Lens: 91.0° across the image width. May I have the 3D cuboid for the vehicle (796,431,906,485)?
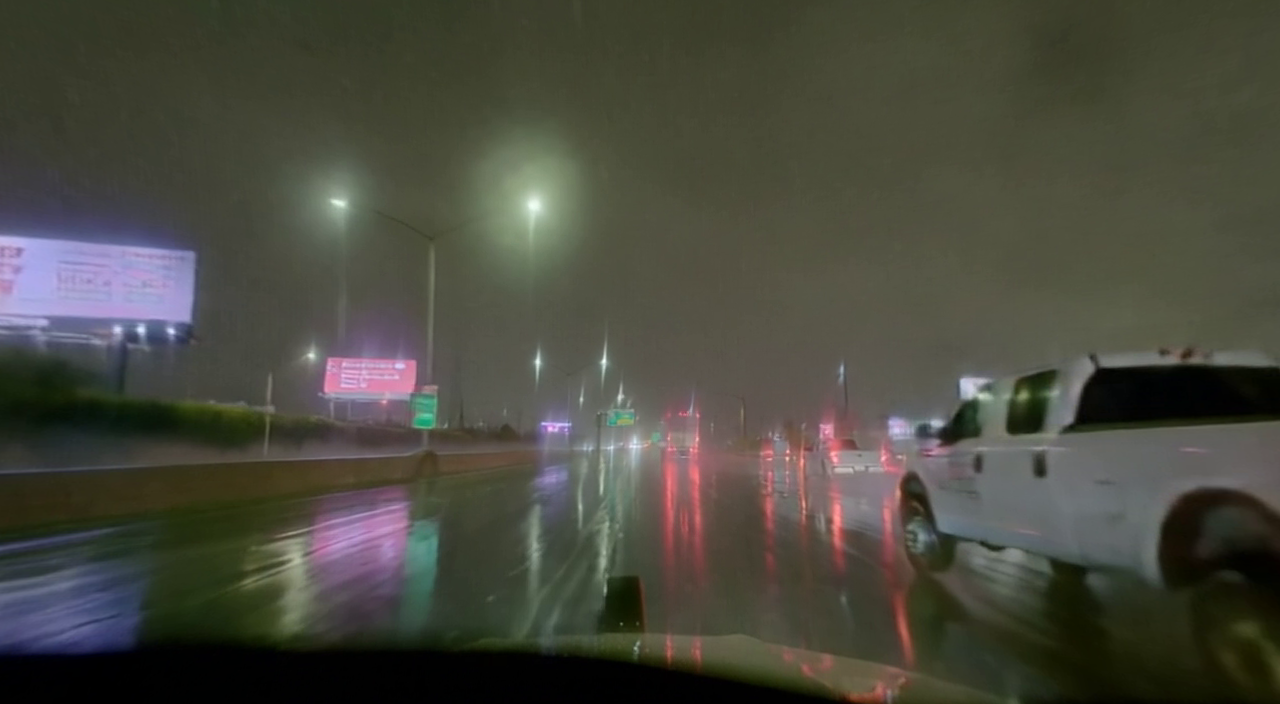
[{"bbox_3d":[8.455,4.334,25.945,2.544,1.947,5.288,0,-9,-2],"label":"vehicle"}]

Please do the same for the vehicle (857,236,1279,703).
[{"bbox_3d":[4.058,0.898,4.537,2.740,2.157,6.300,0,-9,0],"label":"vehicle"}]
